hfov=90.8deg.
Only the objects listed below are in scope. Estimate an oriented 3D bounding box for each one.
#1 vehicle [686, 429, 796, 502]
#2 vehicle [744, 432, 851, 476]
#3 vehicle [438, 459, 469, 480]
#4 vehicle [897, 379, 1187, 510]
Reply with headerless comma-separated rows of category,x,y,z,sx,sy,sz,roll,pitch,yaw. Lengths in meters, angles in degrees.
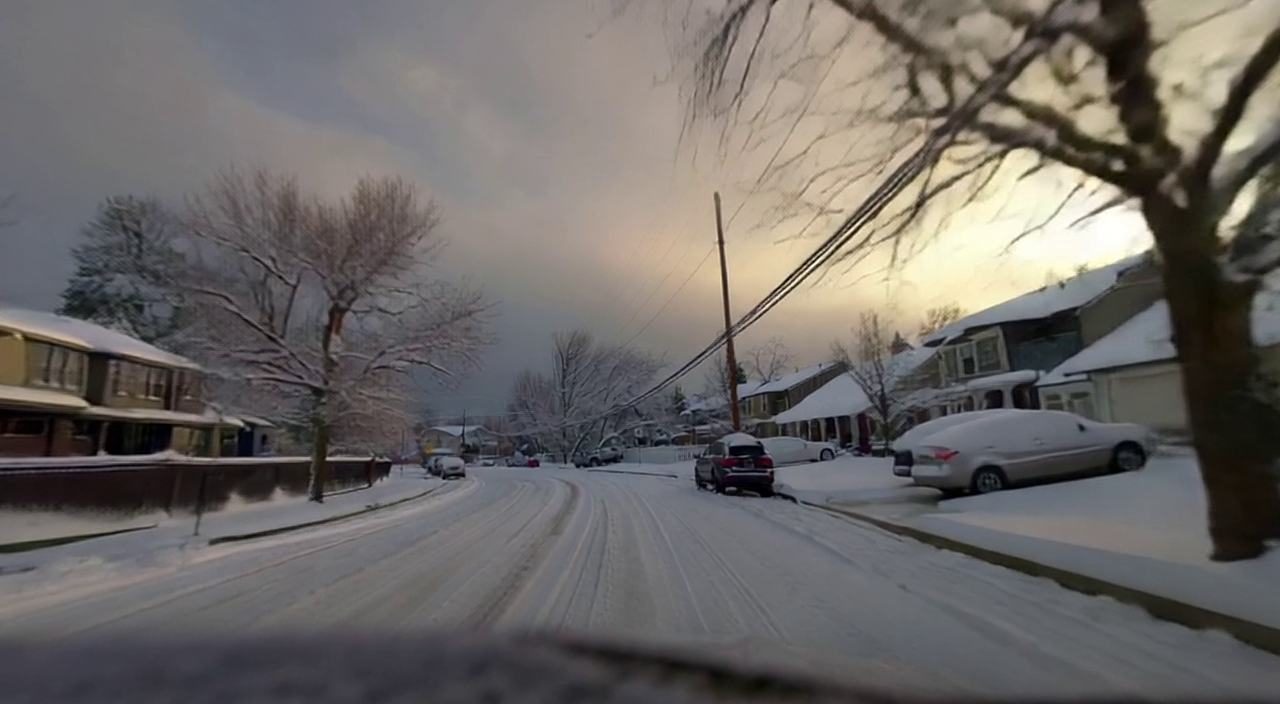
vehicle,2.952,3.481,19.770,2.214,1.962,4.733,0,-9,-6
vehicle,7.790,5.104,31.692,4.666,1.655,2.169,-6,-9,1
vehicle,-14.100,8.848,47.695,1.902,1.434,4.313,3,-9,-20
vehicle,8.761,2.049,14.163,4.801,2.139,2.164,-6,-8,-2
